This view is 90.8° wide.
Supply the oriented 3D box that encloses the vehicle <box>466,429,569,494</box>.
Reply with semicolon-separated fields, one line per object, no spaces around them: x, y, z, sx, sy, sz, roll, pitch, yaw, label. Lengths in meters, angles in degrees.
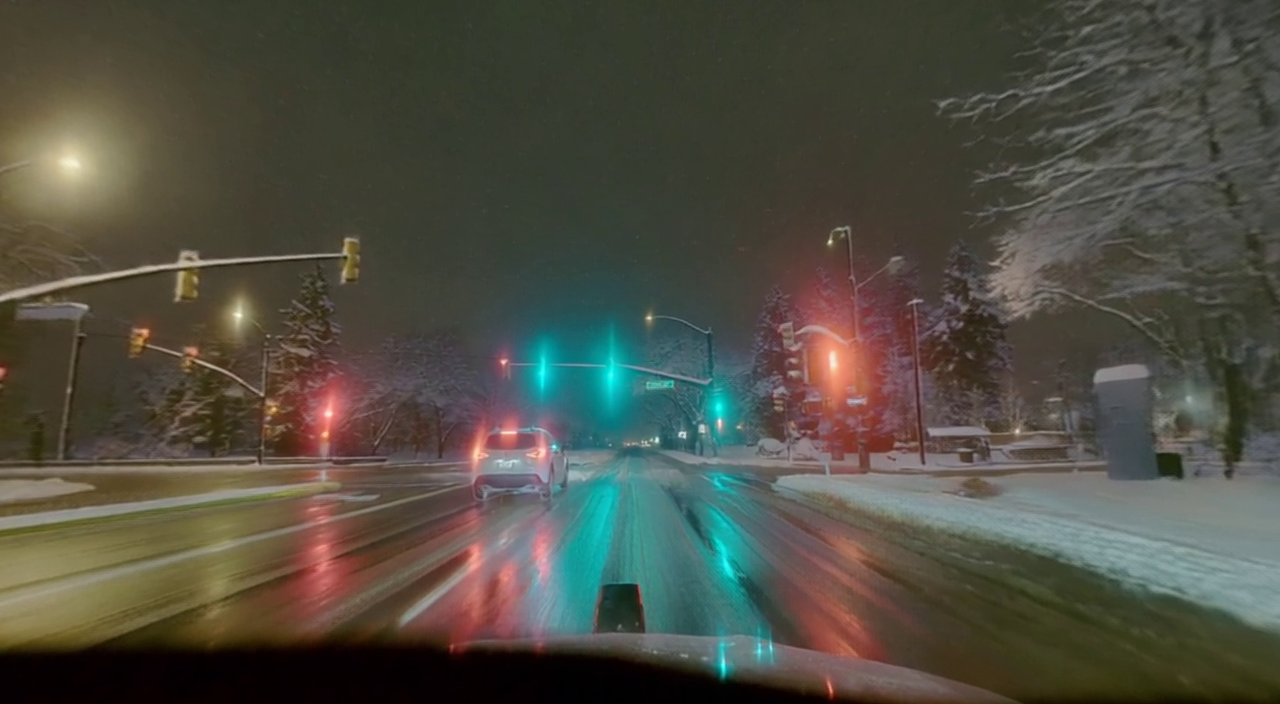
-3.299;3.064;17.976;2.076;1.599;4.483;0;-9;-1;vehicle
